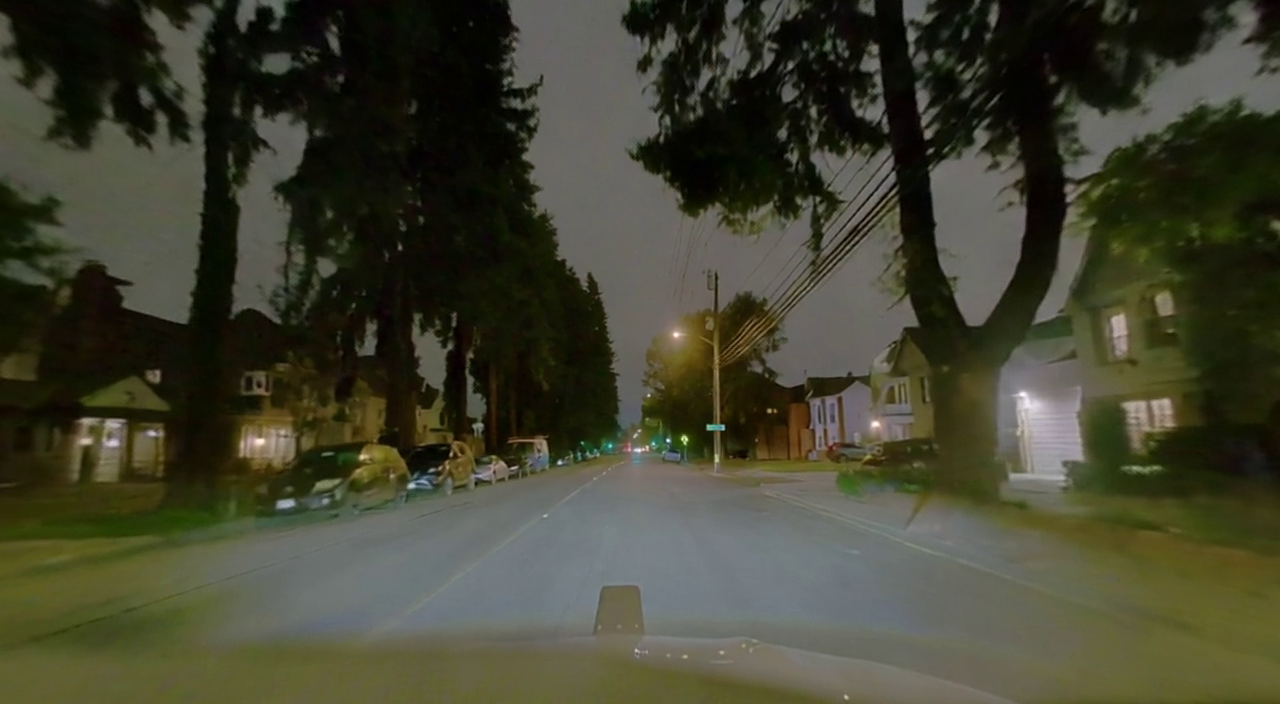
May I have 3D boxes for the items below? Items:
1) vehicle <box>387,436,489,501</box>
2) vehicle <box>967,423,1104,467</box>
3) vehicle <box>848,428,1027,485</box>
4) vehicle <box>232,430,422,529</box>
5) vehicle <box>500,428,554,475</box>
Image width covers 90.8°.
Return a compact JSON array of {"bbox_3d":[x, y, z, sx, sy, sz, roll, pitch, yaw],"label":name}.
[{"bbox_3d":[-6.491,3.813,20.883,1.941,1.832,4.666,-2,-10,-1],"label":"vehicle"},{"bbox_3d":[19.136,4.564,30.731,5.215,1.910,2.031,-1,-10,-3],"label":"vehicle"},{"bbox_3d":[9.801,3.475,21.115,4.979,1.769,1.943,0,-9,-1],"label":"vehicle"},{"bbox_3d":[-6.691,2.777,14.220,1.922,1.801,4.516,-2,-9,1],"label":"vehicle"},{"bbox_3d":[-7.053,6.321,40.104,2.439,2.724,5.647,-1,-10,-1],"label":"vehicle"}]
